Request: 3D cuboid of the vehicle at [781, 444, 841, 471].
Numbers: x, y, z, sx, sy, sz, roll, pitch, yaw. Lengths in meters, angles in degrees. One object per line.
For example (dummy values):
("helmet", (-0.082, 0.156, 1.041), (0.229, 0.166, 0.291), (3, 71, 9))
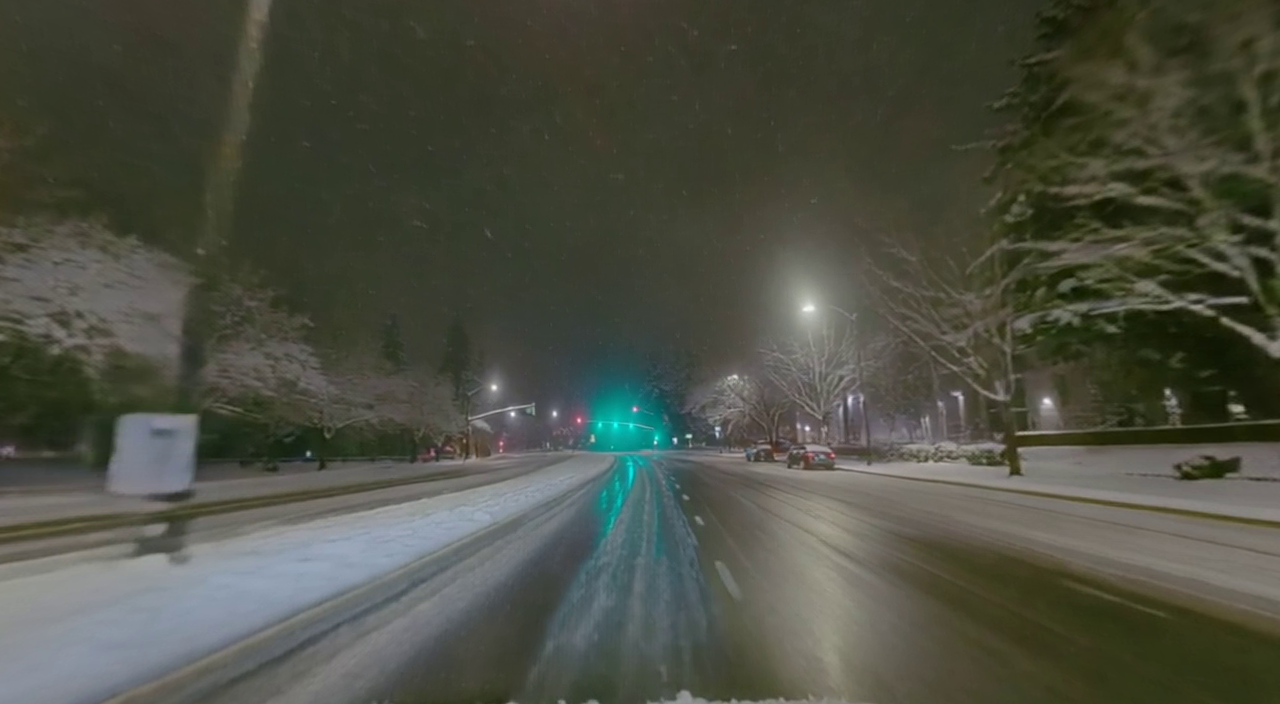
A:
("vehicle", (10.543, 6.523, 39.303), (2.109, 1.533, 5.664), (0, -8, -1))
